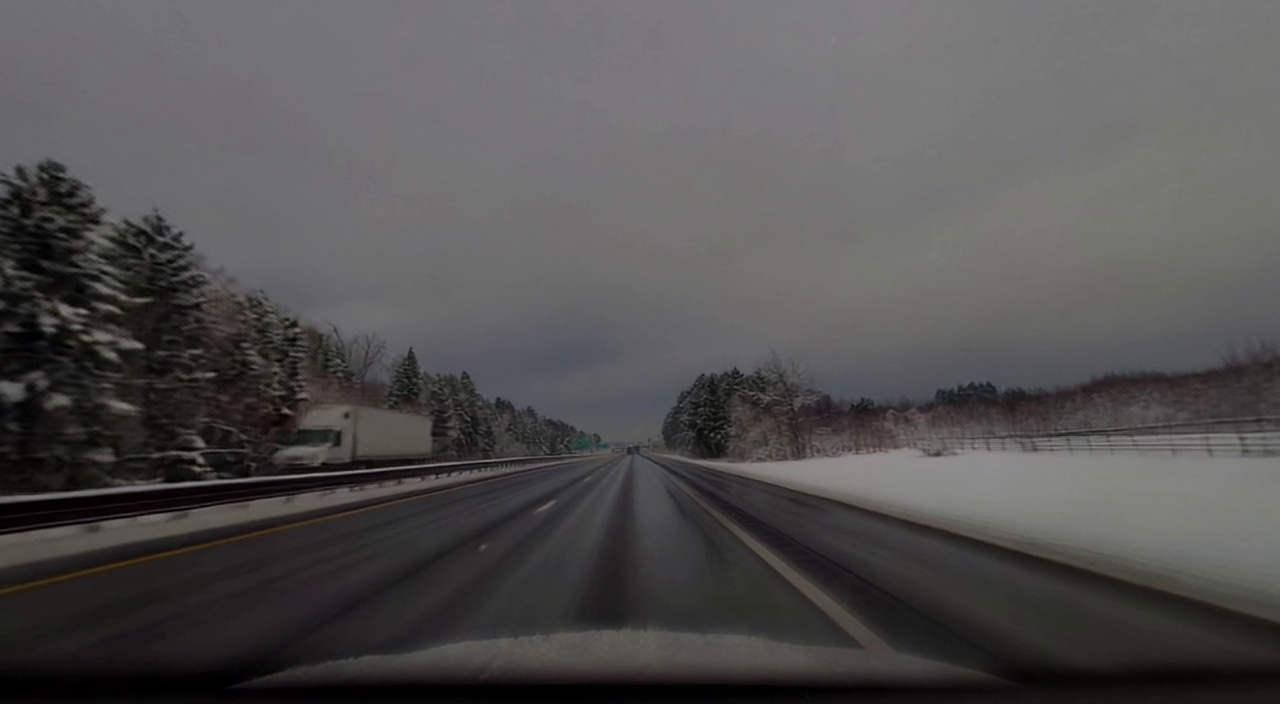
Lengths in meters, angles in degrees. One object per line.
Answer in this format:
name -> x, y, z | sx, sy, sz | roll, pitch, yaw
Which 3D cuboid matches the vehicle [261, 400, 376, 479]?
vehicle -> -17.300, 4.784, 34.439 | 3.023, 3.905, 5.914 | 0, -9, 0
